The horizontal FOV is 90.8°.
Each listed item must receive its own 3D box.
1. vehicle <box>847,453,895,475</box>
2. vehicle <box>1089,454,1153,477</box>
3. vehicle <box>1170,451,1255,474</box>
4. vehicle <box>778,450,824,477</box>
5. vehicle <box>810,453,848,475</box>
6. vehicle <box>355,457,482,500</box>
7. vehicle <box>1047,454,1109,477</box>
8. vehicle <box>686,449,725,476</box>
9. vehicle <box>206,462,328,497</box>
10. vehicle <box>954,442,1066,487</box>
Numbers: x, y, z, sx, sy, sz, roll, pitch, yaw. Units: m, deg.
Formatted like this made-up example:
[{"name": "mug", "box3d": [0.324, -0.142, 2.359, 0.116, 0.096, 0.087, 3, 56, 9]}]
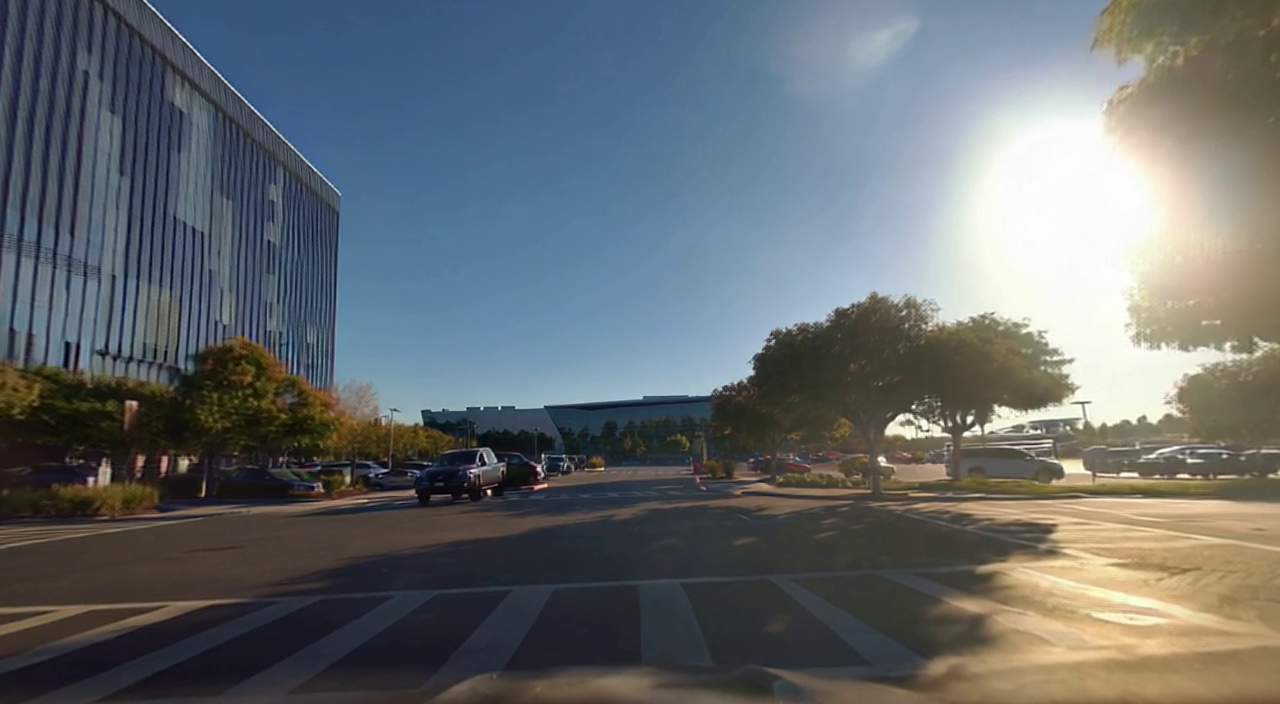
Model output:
[{"name": "vehicle", "box3d": [17.085, 8.302, 46.917, 1.971, 1.478, 4.477, 0, -8, 1]}, {"name": "vehicle", "box3d": [31.247, 7.358, 41.174, 1.519, 1.371, 3.278, 0, -8, -1]}, {"name": "vehicle", "box3d": [37.000, 7.116, 40.971, 1.678, 1.423, 4.191, -1, -9, 2]}, {"name": "vehicle", "box3d": [10.545, 7.305, 41.689, 1.936, 1.673, 4.305, 0, -8, 1]}, {"name": "vehicle", "box3d": [14.192, 8.400, 47.591, 1.935, 1.477, 3.719, -1, -9, 4]}, {"name": "vehicle", "box3d": [-8.698, 4.914, 24.891, 4.442, 1.504, 1.809, 4, -10, -28]}, {"name": "vehicle", "box3d": [28.290, 7.339, 40.893, 1.495, 1.371, 3.336, -1, -10, -1]}, {"name": "vehicle", "box3d": [4.587, 7.871, 45.224, 2.262, 1.794, 5.331, 0, -8, 0]}, {"name": "vehicle", "box3d": [-16.662, 5.690, 28.352, 4.331, 1.437, 1.876, -1, -9, 3]}, {"name": "vehicle", "box3d": [16.494, 5.004, 28.566, 2.048, 1.852, 4.998, 0, -9, 0]}]
